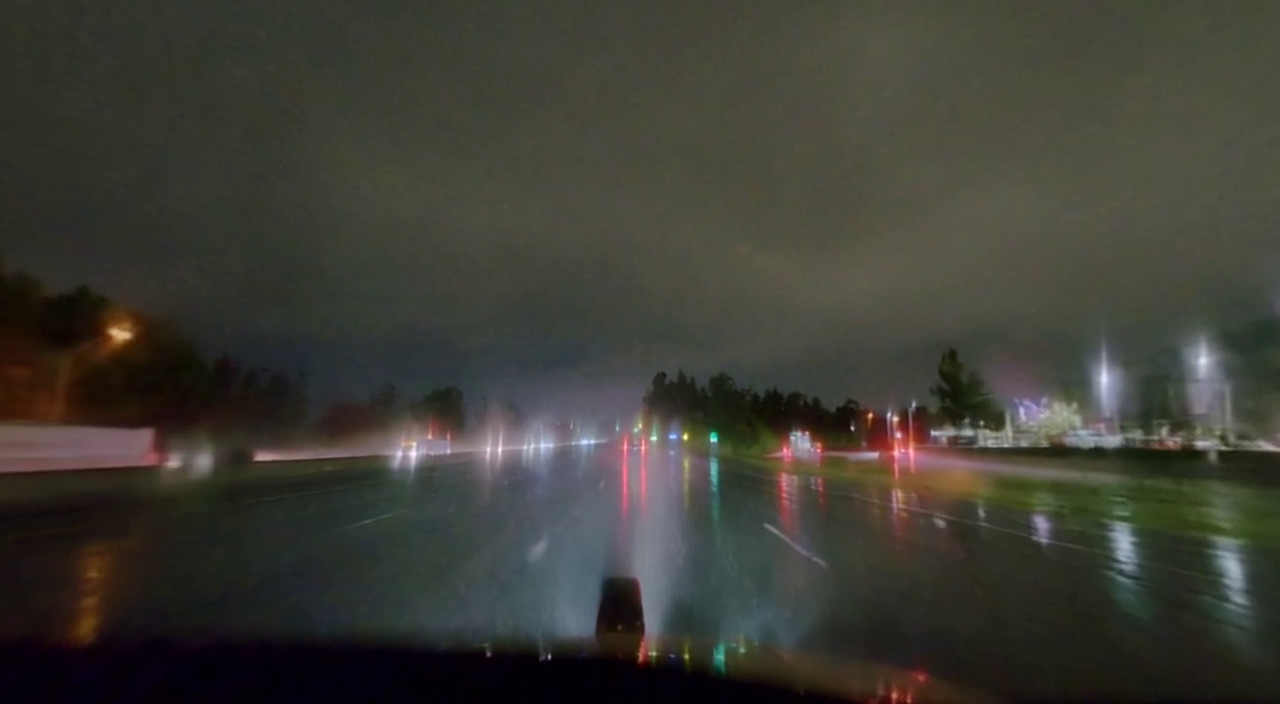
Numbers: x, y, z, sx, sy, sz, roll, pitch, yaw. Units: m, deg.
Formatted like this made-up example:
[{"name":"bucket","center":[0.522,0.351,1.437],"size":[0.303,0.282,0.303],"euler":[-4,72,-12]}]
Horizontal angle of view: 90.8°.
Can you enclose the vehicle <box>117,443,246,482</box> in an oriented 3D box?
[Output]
[{"name":"vehicle","center":[-21.018,5.056,29.291],"size":[2.233,1.644,4.988],"euler":[0,-8,0]}]

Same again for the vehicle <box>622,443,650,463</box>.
[{"name":"vehicle","center":[-0.352,7.719,48.449],"size":[2.025,1.460,4.189],"euler":[0,-8,-2]}]

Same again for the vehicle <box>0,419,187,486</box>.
[{"name":"vehicle","center":[-28.630,5.203,33.057],"size":[2.850,2.964,9.507],"euler":[0,-8,0]}]
